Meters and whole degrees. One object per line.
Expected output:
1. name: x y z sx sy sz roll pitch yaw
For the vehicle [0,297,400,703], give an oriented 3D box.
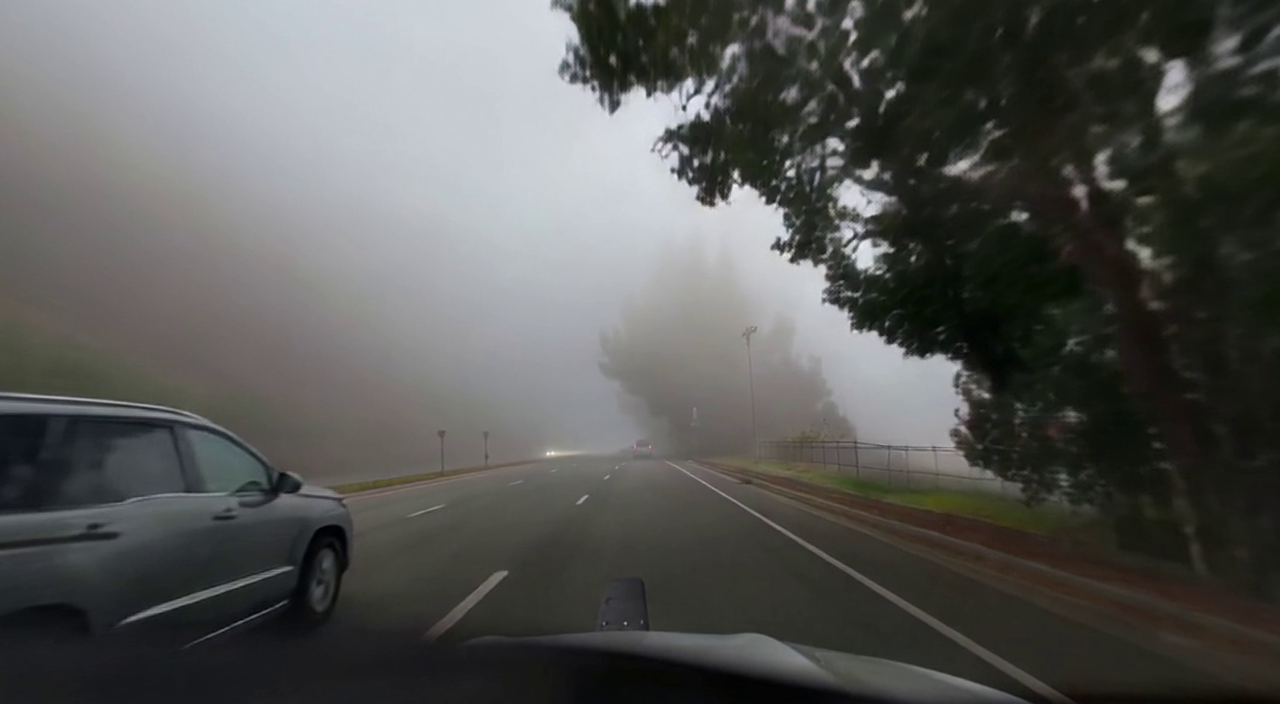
1. vehicle: -3.239 0.907 3.179 2.160 1.855 4.695 0 -8 0
